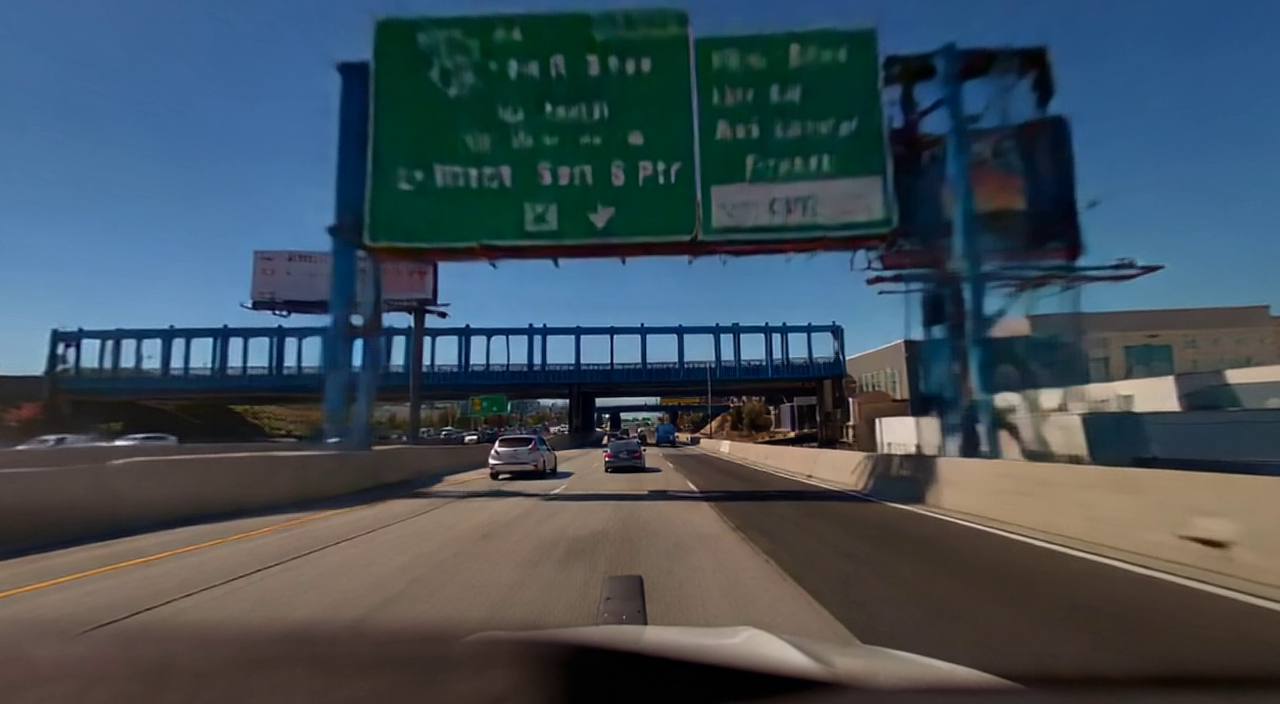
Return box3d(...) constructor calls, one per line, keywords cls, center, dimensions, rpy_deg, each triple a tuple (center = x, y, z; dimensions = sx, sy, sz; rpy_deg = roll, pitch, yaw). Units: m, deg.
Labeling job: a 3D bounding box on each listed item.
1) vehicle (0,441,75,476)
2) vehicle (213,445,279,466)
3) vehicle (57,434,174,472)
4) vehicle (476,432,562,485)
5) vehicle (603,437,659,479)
box3d(cls="vehicle", center=(-32.022, 5.455, 32.508), dimensions=(2.033, 1.678, 4.024), rpy_deg=(0, -8, -1))
box3d(cls="vehicle", center=(-29.600, 7.779, 47.512), dimensions=(1.817, 1.460, 4.548), rpy_deg=(-1, -8, 4))
box3d(cls="vehicle", center=(-28.795, 5.561, 34.903), dimensions=(2.092, 1.931, 5.045), rpy_deg=(0, -8, 1))
box3d(cls="vehicle", center=(-3.930, 3.547, 21.257), dimensions=(2.064, 1.589, 4.213), rpy_deg=(0, -8, 0))
box3d(cls="vehicle", center=(-0.318, 3.878, 23.294), dimensions=(1.877, 1.386, 3.872), rpy_deg=(0, -8, 0))
